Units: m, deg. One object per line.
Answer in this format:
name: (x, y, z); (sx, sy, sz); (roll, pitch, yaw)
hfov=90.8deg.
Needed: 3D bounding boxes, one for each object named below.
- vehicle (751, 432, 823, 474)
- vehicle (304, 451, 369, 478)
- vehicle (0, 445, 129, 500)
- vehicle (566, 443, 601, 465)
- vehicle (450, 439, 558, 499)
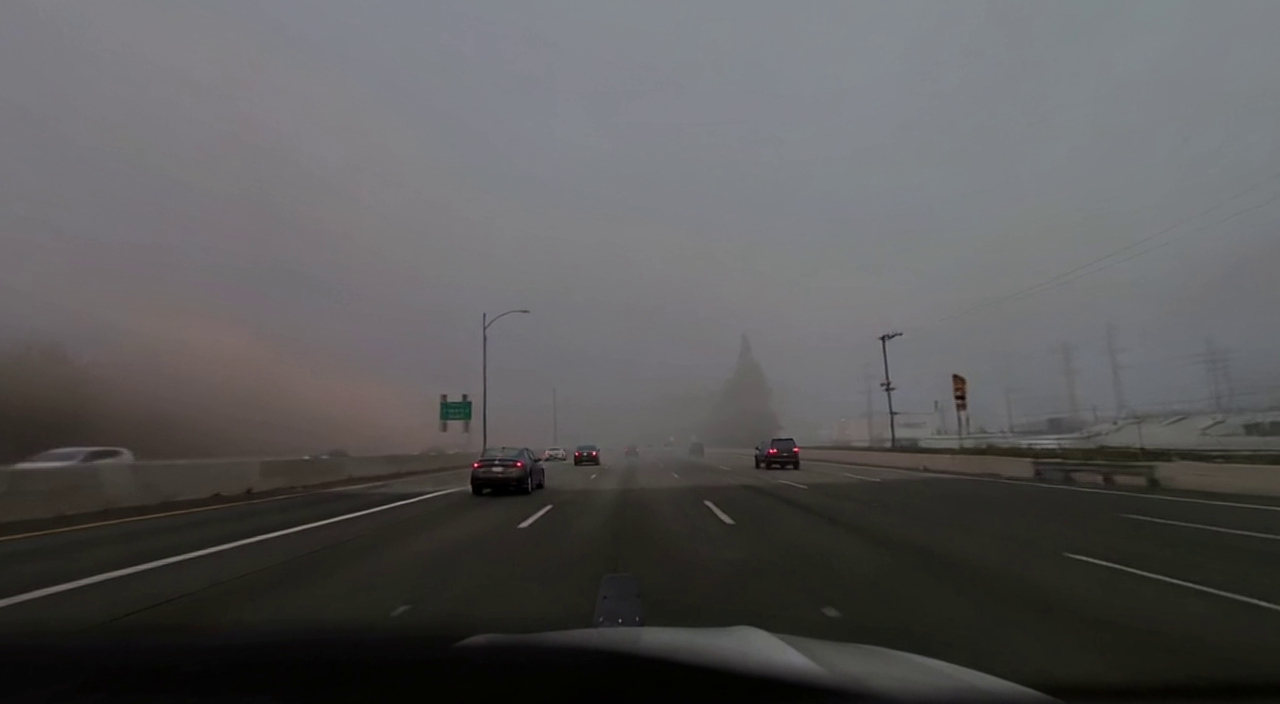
vehicle: (6.797, 4.744, 29.826); (2.147, 1.769, 4.666); (0, -9, -2)
vehicle: (-17.096, 6.326, 35.829); (1.816, 1.405, 3.650); (0, -9, 1)
vehicle: (-20.918, 4.087, 21.910); (2.136, 1.695, 5.011); (0, -9, 0)
vehicle: (-3.867, 7.074, 43.971); (2.078, 1.464, 4.093); (0, -9, 0)
vehicle: (-3.700, 3.276, 18.098); (2.047, 1.469, 4.614); (0, -9, 0)
